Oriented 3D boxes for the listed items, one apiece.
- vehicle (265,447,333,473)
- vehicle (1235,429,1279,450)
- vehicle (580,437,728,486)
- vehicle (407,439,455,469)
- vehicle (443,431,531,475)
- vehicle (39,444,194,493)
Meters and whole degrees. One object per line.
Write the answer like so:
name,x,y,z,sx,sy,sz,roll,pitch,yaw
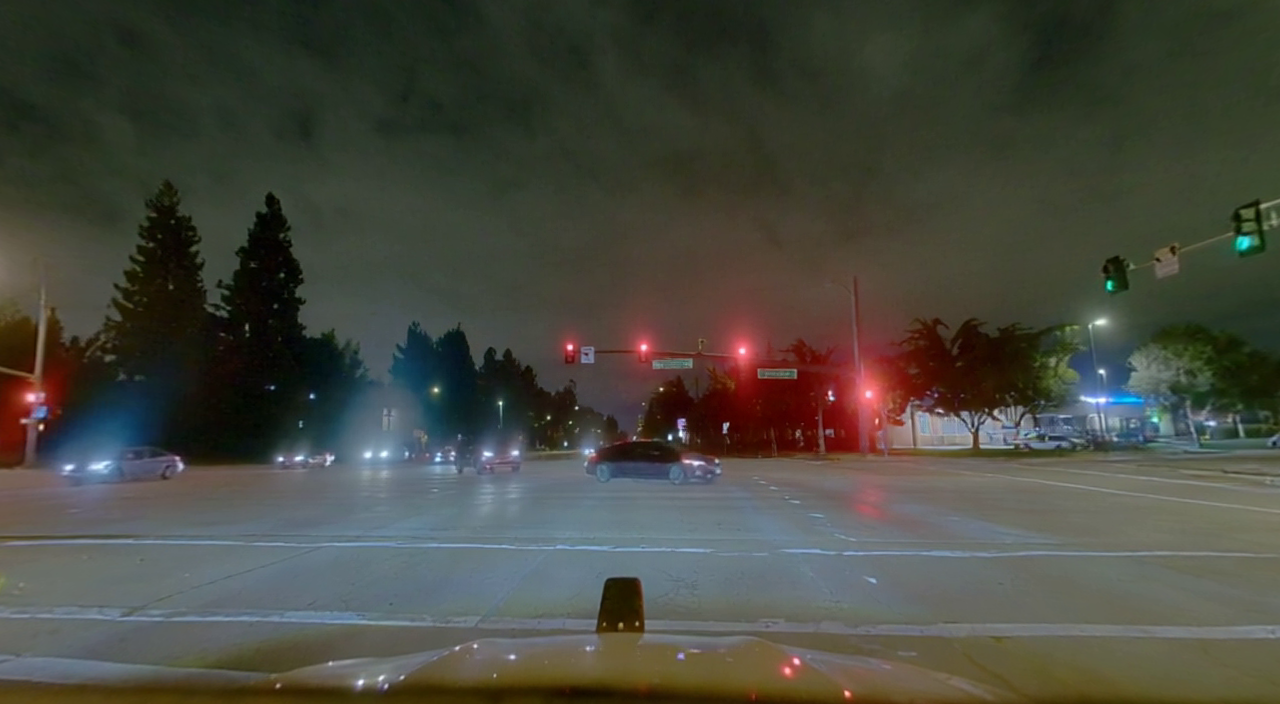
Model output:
vehicle,-23.213,7.353,43.219,2.041,1.642,4.628,0,-9,0
vehicle,45.677,6.275,45.252,1.786,1.412,4.330,0,-9,0
vehicle,0.422,3.672,21.411,4.532,1.467,2.135,-6,-10,32
vehicle,-12.599,6.148,38.349,1.982,1.678,4.180,1,-9,-8
vehicle,-7.200,4.685,29.417,2.017,1.877,4.767,7,-11,-40
vehicle,-19.538,4.337,23.916,1.924,1.656,4.593,0,-9,0
